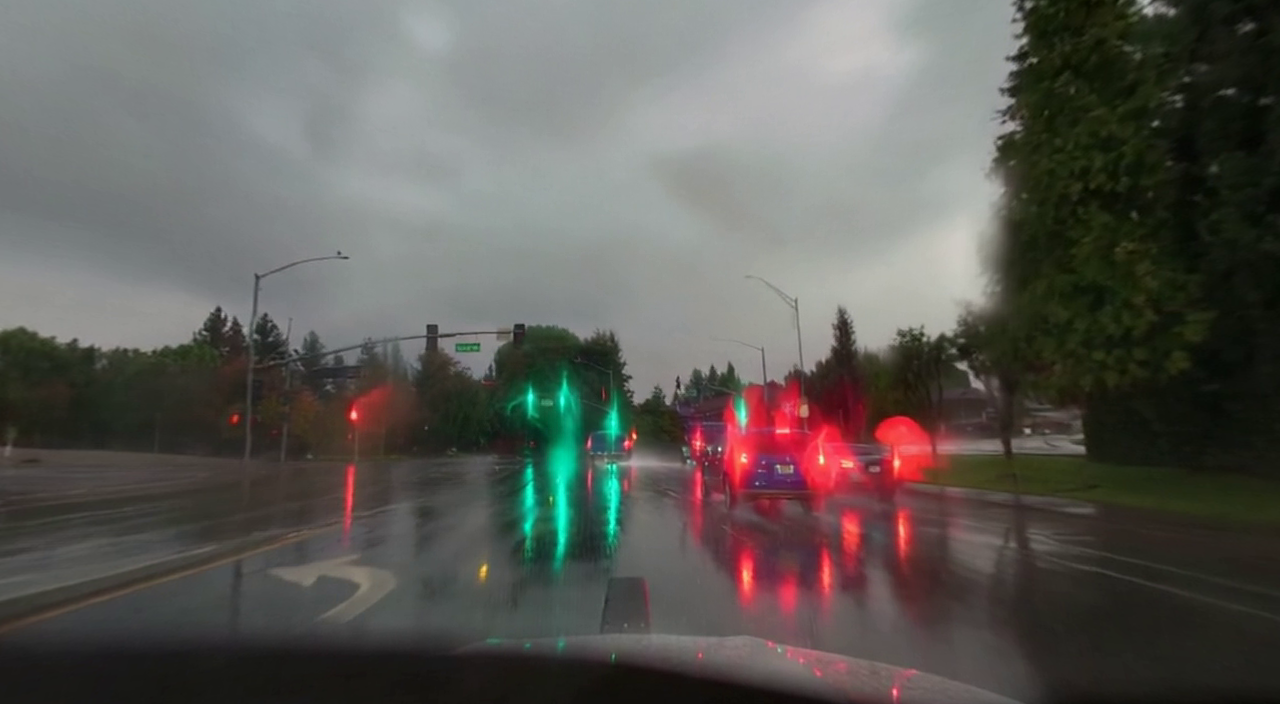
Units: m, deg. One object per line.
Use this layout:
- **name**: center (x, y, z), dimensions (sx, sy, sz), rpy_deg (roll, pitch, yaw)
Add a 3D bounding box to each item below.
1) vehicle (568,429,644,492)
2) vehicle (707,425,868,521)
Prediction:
- **vehicle**: center (-1.241, 3.515, 20.761), dimensions (2.185, 1.822, 4.583), rpy_deg (1, -9, -7)
- **vehicle**: center (2.909, 2.517, 13.654), dimensions (2.024, 1.686, 4.588), rpy_deg (0, -9, -5)
